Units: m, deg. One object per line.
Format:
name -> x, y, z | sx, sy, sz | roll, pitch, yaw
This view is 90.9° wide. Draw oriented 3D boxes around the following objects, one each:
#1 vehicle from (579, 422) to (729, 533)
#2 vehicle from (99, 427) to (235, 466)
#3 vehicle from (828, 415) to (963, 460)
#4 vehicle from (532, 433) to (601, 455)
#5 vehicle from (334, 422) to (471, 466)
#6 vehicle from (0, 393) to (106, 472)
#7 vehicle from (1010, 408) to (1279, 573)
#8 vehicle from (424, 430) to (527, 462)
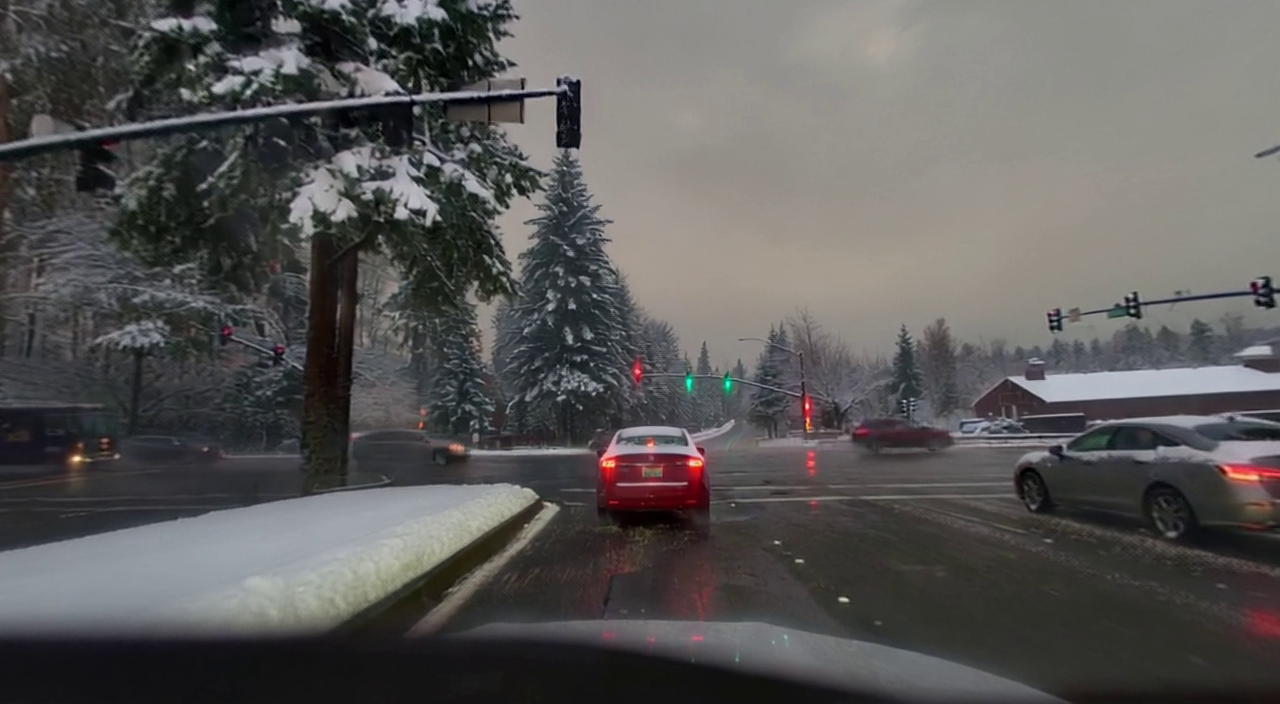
vehicle -> 0.141, 1.985, 10.546 | 2.041, 1.485, 3.813 | 0, -8, -1
vehicle -> -22.442, 4.509, 30.078 | 4.833, 1.784, 2.027 | 0, -8, 1
vehicle -> 10.662, 3.605, 26.606 | 4.786, 1.803, 1.967 | 0, -8, 0
vehicle -> -4.932, 6.257, 42.856 | 4.507, 1.440, 1.736 | 0, -8, -1
vehicle -> -9.899, 3.883, 26.556 | 4.921, 1.757, 2.036 | -1, -8, 2
vehicle -> -29.180, 3.447, 26.596 | 10.544, 3.126, 2.909 | 0, -8, 0
vehicle -> 7.108, 1.646, 8.247 | 1.901, 1.577, 4.348 | 0, -8, 0
vehicle -> -7.790, 4.484, 30.152 | 4.399, 1.445, 1.769 | -1, -8, 3
